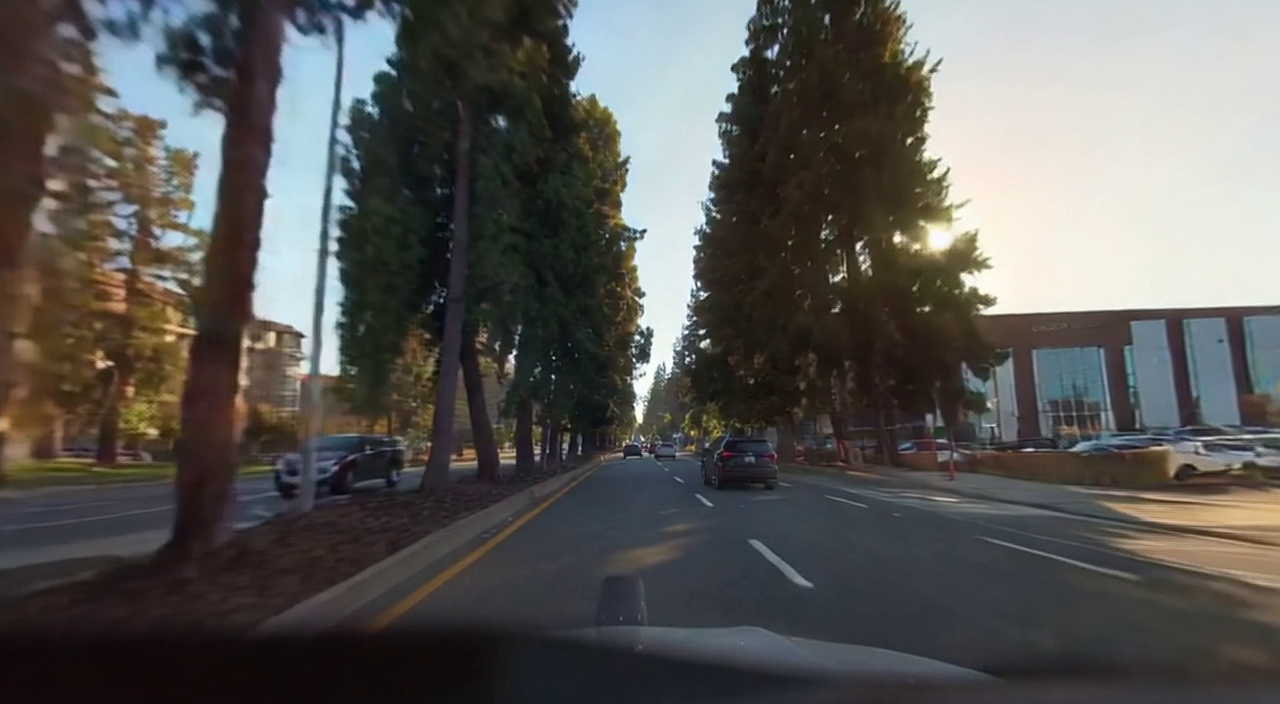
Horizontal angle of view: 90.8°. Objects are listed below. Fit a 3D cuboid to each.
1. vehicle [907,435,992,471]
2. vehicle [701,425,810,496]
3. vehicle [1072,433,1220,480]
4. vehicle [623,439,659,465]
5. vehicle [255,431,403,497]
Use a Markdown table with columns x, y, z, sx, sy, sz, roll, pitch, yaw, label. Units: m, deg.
| x | y | z | sx | sy | sz | roll | pitch | yaw | label |
| --- | --- | --- | --- | --- | --- | --- | --- | --- | --- |
| 15.923 | 5.234 | 32.813 | 1.812 | 1.687 | 4.579 | 0 | -9 | -3 | vehicle |
| 3.222 | 3.178 | 18.813 | 2.235 | 1.806 | 4.818 | 0 | -9 | -1 | vehicle |
| 19.284 | 4.010 | 24.409 | 1.936 | 1.659 | 4.365 | 0 | -9 | -3 | vehicle |
| 0.013 | 6.362 | 40.252 | 2.145 | 1.572 | 4.021 | 0 | -9 | -1 | vehicle |
| -9.160 | 3.344 | 19.205 | 2.093 | 1.728 | 4.735 | 0 | -9 | 0 | vehicle |
